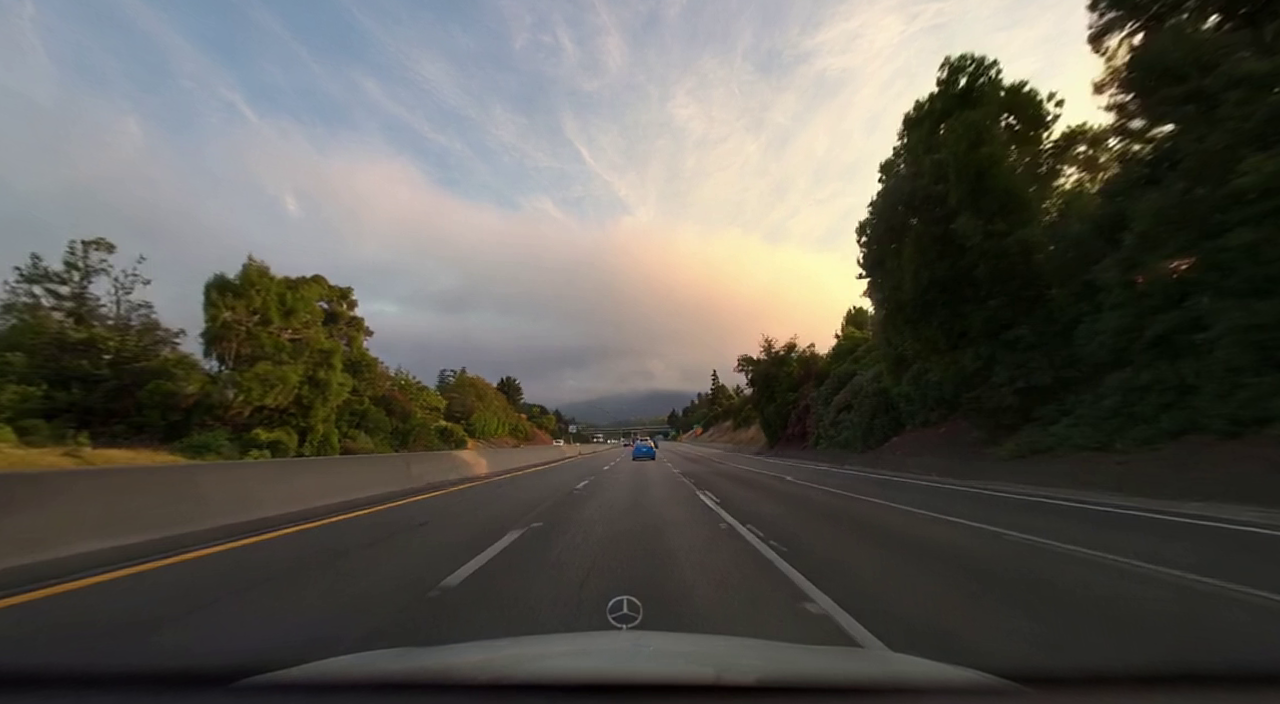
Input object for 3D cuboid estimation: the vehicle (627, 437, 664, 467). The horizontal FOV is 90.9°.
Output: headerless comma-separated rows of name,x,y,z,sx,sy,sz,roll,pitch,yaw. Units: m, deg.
vehicle,0.348,6.459,40.769,2.247,1.825,4.036,0,-9,0
